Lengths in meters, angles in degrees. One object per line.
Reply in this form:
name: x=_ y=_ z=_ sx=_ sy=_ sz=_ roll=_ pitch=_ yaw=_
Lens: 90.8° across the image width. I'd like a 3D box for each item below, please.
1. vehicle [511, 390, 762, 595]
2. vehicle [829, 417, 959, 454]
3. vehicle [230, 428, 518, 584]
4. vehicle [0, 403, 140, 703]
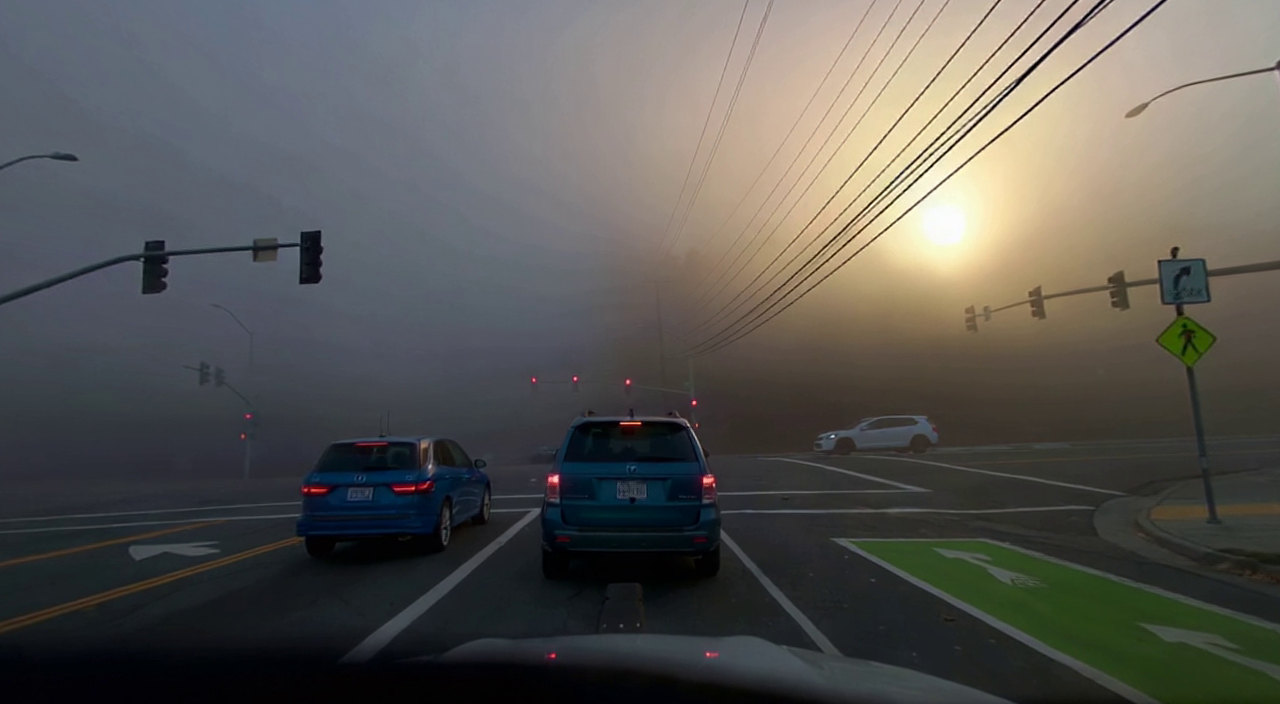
vehicle: x=-0.060 y=1.522 z=7.615 sx=2.182 sy=1.773 sz=4.041 roll=0 pitch=-8 yaw=-1
vehicle: x=13.846 y=4.605 z=34.825 sx=6.143 sy=1.944 sz=2.229 roll=-1 pitch=-8 yaw=5
vehicle: x=-2.932 y=1.767 z=8.007 sx=1.969 sy=1.486 sz=3.702 roll=0 pitch=-8 yaw=1
vehicle: x=-3.350 y=0.662 z=0.449 sx=1.928 sy=1.488 sz=4.936 roll=0 pitch=-8 yaw=0
